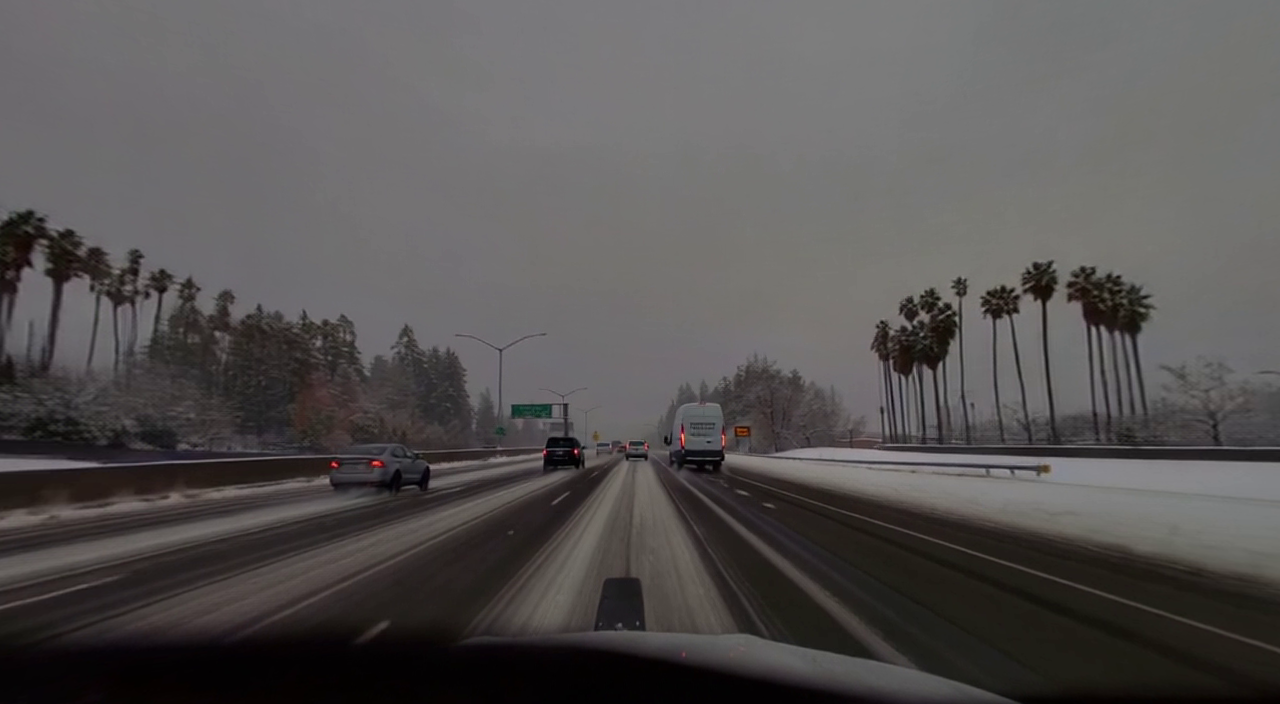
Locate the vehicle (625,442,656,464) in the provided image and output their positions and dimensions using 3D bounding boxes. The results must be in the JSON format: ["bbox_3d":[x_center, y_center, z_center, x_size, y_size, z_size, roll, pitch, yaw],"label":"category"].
[{"bbox_3d":[0.035,7.263,45.517,2.085,1.507,4.096,0,-9,0],"label":"vehicle"}]

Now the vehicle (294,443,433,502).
[{"bbox_3d":[-7.800,3.410,18.335,2.050,1.487,4.372,0,-9,0],"label":"vehicle"}]

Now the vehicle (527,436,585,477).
[{"bbox_3d":[-3.666,4.656,28.170,2.017,1.683,4.094,0,-9,0],"label":"vehicle"}]

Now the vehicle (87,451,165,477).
[{"bbox_3d":[-31.954,6.960,39.264,1.675,1.470,3.669,0,-9,1],"label":"vehicle"}]

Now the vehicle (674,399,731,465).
[{"bbox_3d":[4.041,5.505,42.553,3.086,3.984,8.371,0,-9,1],"label":"vehicle"}]
